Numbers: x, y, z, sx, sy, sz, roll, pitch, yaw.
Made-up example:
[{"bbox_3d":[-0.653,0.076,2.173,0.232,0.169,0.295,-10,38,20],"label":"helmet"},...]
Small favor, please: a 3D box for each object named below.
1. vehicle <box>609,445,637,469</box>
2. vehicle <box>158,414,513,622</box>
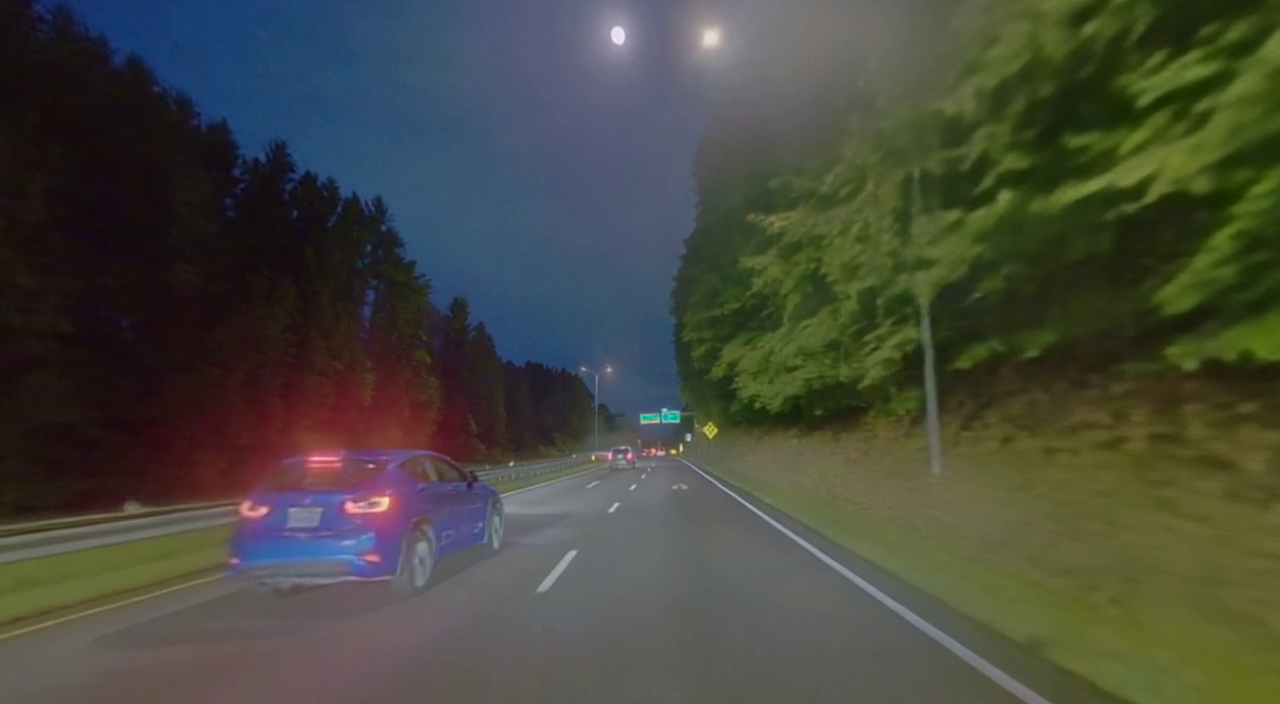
[{"bbox_3d":[-1.139,7.128,42.786,1.675,1.537,3.574,-1,-9,2],"label":"vehicle"},{"bbox_3d":[-2.695,1.545,6.646,1.846,1.566,3.525,-1,-9,2],"label":"vehicle"}]
